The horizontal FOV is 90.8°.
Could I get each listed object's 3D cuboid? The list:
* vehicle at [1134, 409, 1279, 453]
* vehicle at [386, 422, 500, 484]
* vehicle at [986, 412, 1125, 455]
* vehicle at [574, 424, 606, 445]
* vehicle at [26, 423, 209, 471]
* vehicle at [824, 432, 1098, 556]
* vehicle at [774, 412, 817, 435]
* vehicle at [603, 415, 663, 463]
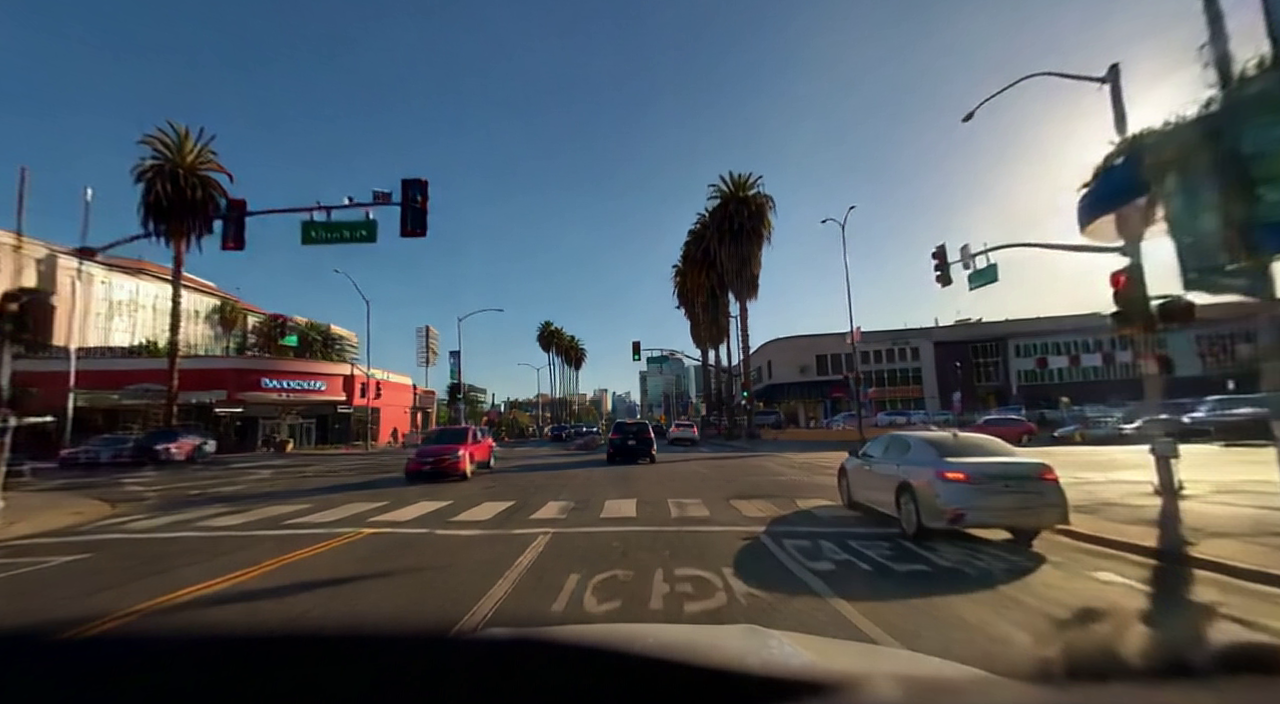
[{"bbox_3d":[23.730,3.318,26.339,4.466,1.740,2.021,0,-8,0],"label":"vehicle"},{"bbox_3d":[-5.874,3.076,19.475,2.040,1.670,4.508,0,-8,0],"label":"vehicle"},{"bbox_3d":[17.020,3.369,26.076,4.304,1.685,1.947,0,-8,1],"label":"vehicle"},{"bbox_3d":[-3.616,6.075,46.347,1.921,1.491,4.332,0,-8,1],"label":"vehicle"},{"bbox_3d":[-20.876,3.834,25.394,5.674,1.804,2.190,-1,-8,6],"label":"vehicle"},{"bbox_3d":[4.511,2.034,9.915,1.963,1.449,4.653,0,-8,2],"label":"vehicle"},{"bbox_3d":[11.433,5.326,46.779,1.899,1.550,4.531,-1,-8,-1],"label":"vehicle"},{"bbox_3d":[-0.312,3.631,26.318,2.264,1.798,4.531,0,-8,-1],"label":"vehicle"}]
